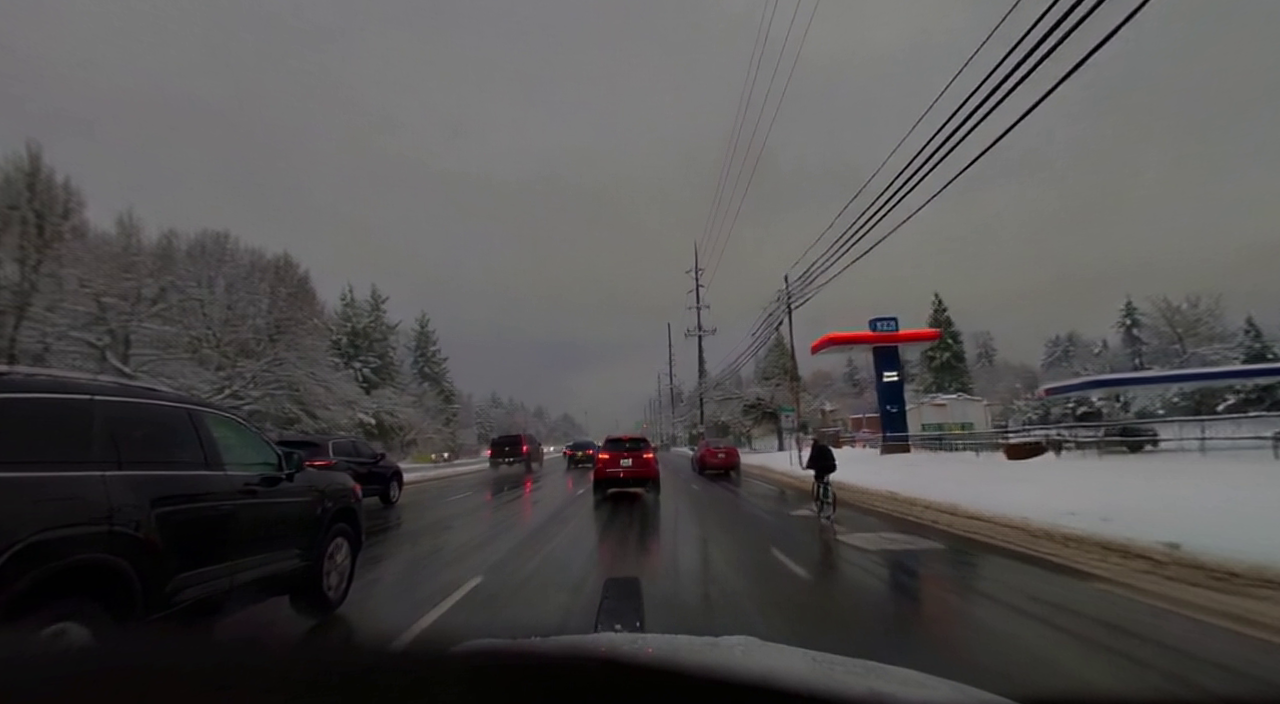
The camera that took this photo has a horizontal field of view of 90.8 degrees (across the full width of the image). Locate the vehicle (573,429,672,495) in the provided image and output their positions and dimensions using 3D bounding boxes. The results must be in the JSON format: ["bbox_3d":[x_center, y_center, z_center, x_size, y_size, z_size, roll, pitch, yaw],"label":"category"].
[{"bbox_3d":[-0.397,2.763,16.165,2.189,1.437,4.135,0,-8,0],"label":"vehicle"}]

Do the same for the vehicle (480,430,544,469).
[{"bbox_3d":[-6.783,5.259,34.177,2.385,1.918,5.056,0,-8,0],"label":"vehicle"}]

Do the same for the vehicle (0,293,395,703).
[{"bbox_3d":[-3.125,0.783,3.154,1.922,1.642,4.547,-1,-8,1],"label":"vehicle"}]

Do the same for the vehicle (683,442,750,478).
[{"bbox_3d":[2.997,4.326,25.680,2.065,1.302,4.416,0,-8,-1],"label":"vehicle"}]
